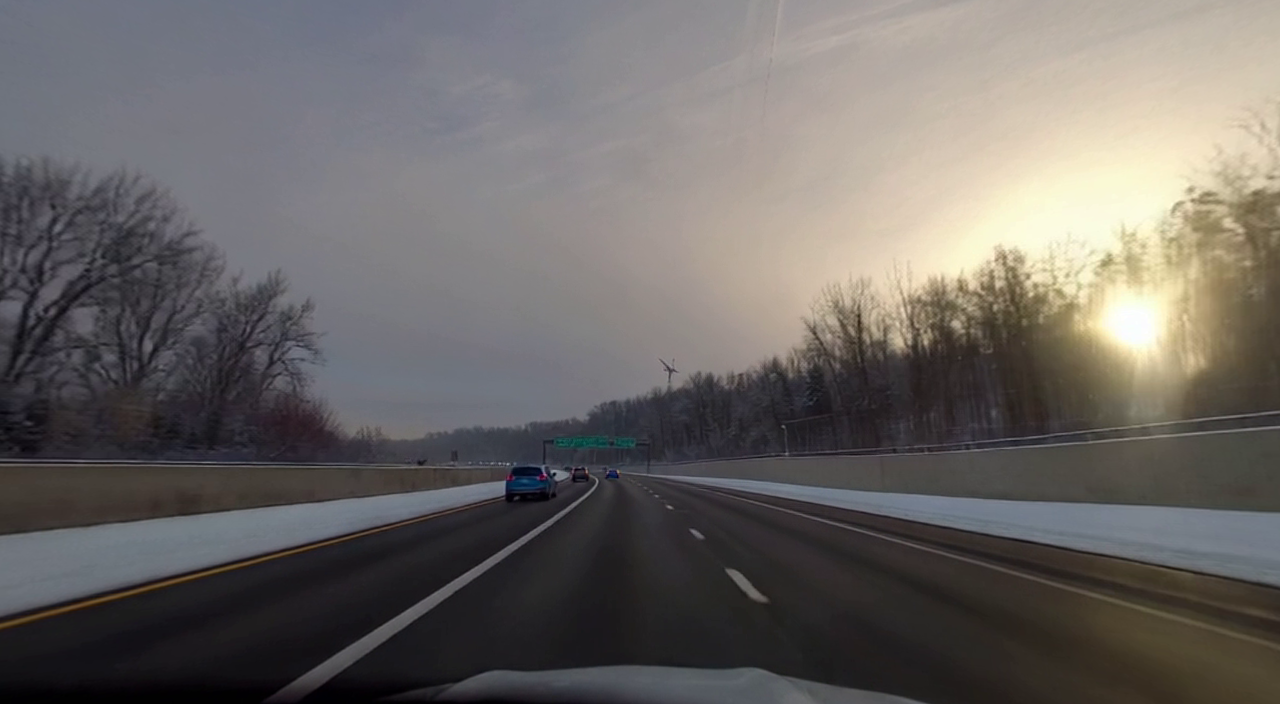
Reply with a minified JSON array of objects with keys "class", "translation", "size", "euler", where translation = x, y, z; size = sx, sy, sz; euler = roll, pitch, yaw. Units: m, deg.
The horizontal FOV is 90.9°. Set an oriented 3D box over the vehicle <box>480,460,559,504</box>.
[{"class":"vehicle","translation":[-4.793,5.297,25.881],"size":[2.328,1.559,5.041],"euler":[1,-11,-1]}]
